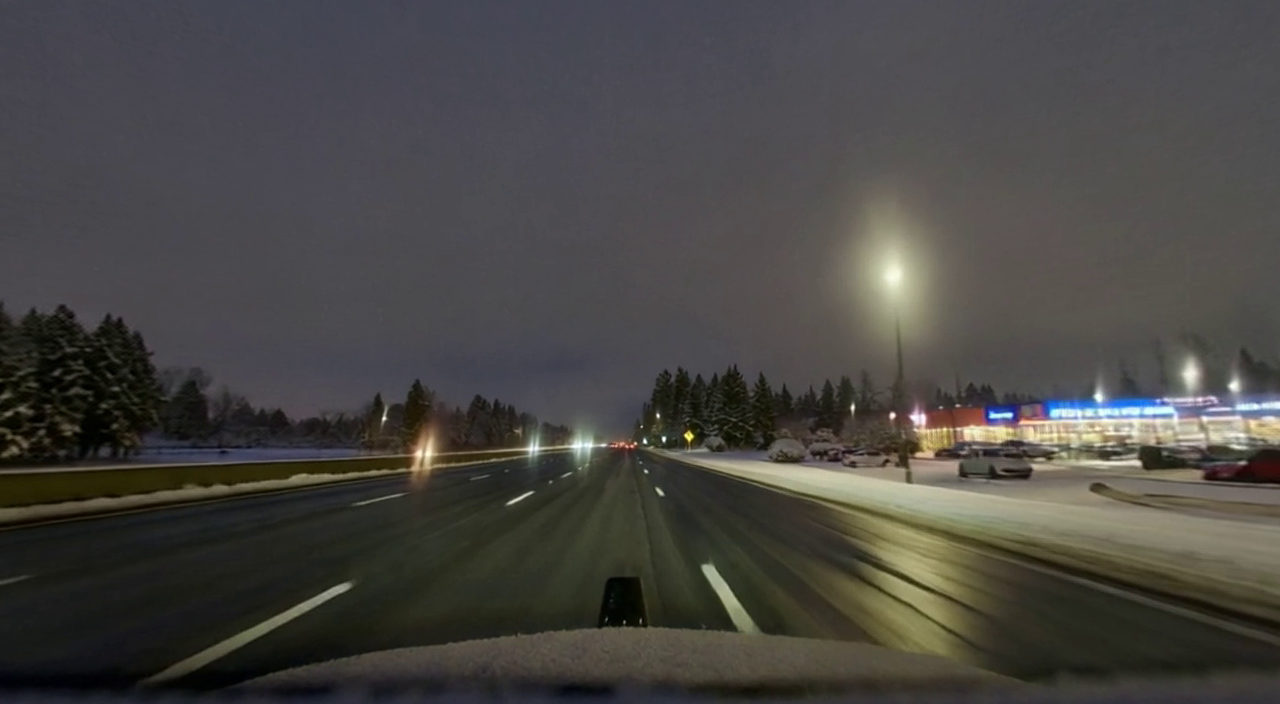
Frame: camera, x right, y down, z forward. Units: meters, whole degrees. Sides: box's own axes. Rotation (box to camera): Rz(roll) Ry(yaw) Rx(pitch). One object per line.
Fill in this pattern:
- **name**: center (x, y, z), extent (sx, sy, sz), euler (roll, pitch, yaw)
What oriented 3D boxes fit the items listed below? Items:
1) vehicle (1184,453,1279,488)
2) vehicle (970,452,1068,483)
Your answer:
- **vehicle**: center (33.659, 6.556, 34.961), extent (4.896, 1.808, 2.225), euler (1, -8, -2)
- **vehicle**: center (27.303, 8.315, 45.533), extent (5.531, 1.855, 2.208), euler (-3, -8, -1)
